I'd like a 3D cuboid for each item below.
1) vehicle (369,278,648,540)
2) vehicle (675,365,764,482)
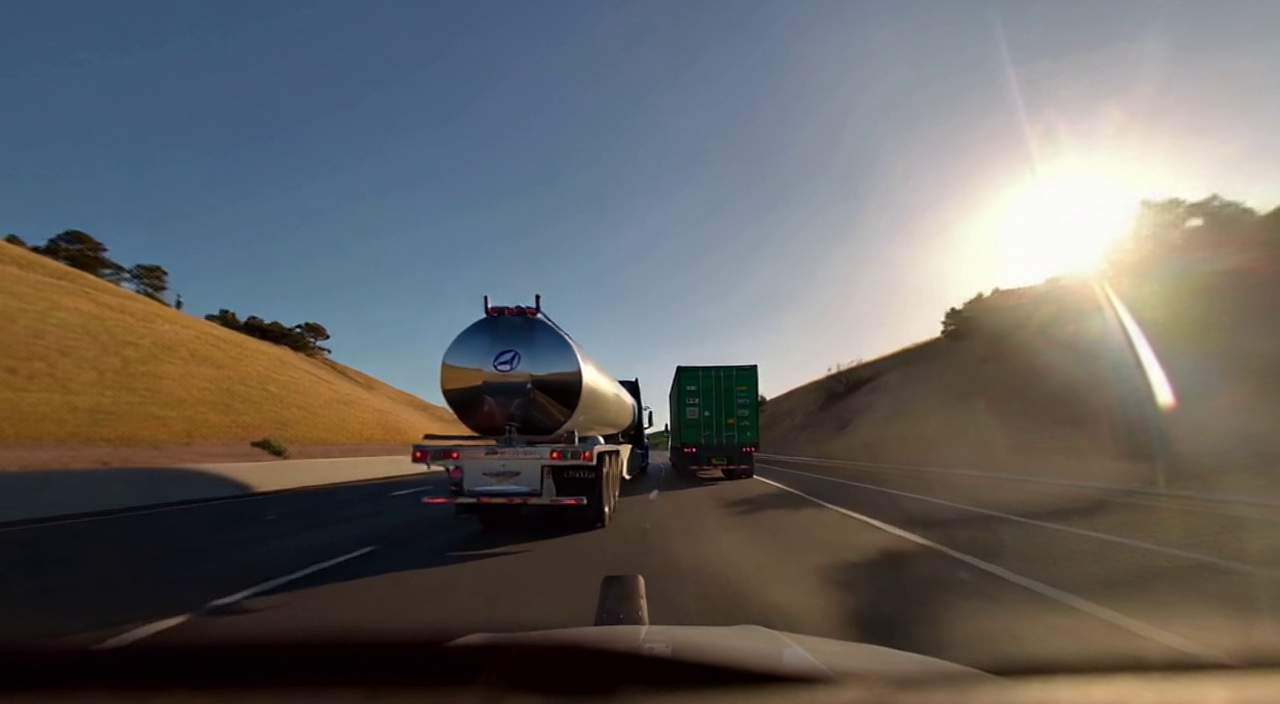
[{"bbox_3d":[-1.713,2.014,17.341,3.267,3.655,17.154,-1,-8,3],"label":"vehicle"},{"bbox_3d":[3.045,3.290,27.488,2.942,4.003,11.297,-1,-8,3],"label":"vehicle"}]
